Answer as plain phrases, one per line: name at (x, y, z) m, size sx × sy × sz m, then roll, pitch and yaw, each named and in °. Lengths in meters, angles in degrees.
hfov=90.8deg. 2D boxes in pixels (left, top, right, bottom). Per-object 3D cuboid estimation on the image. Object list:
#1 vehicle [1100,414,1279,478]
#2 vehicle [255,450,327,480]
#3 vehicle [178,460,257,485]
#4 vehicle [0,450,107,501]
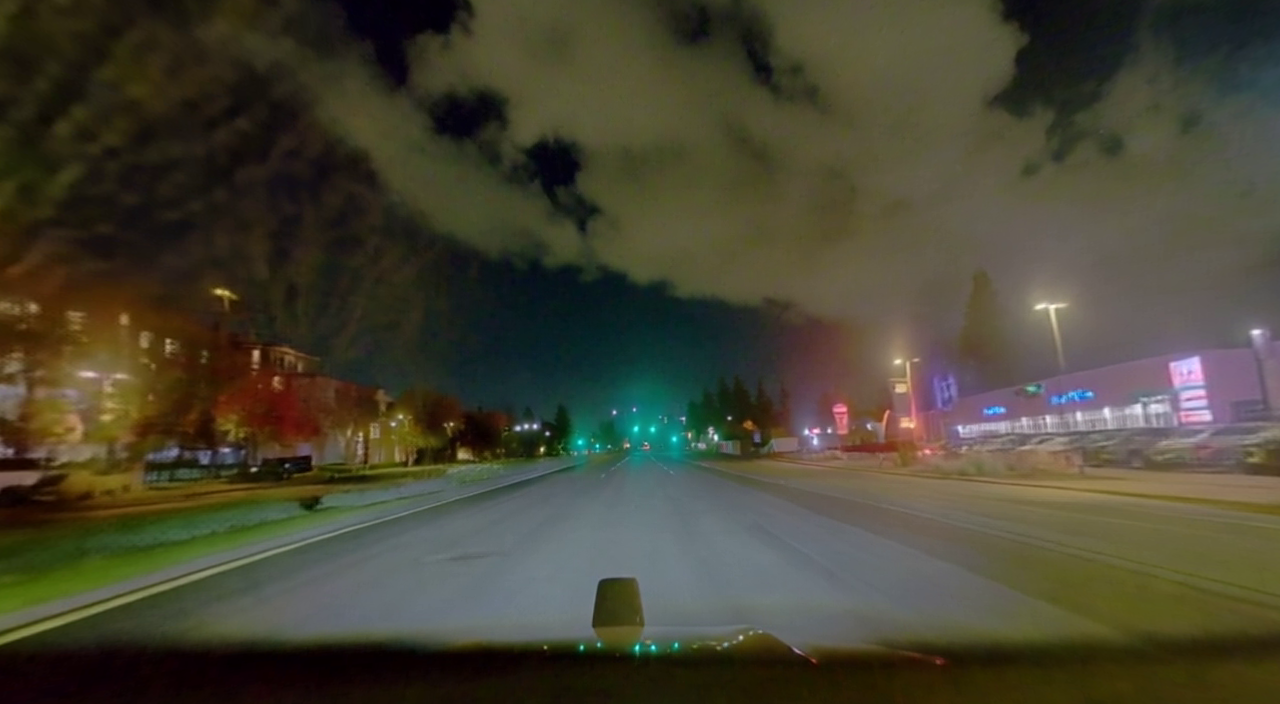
vehicle at (20.237, 3.443, 23.127) m, size 5.006 × 1.943 × 1.994 m, roll -3°, pitch -9°, yaw 0°
vehicle at (-24.950, 8.051, 45.083) m, size 5.468 × 1.809 × 2.141 m, roll -9°, pitch -10°, yaw 32°
vehicle at (-29.001, 8.256, 43.591) m, size 1.864 × 1.502 × 4.731 m, roll -1°, pitch -9°, yaw 6°
vehicle at (-25.074, 4.950, 25.255) m, size 5.166 × 1.832 × 2.213 m, roll 0°, pitch -9°, yaw -15°
